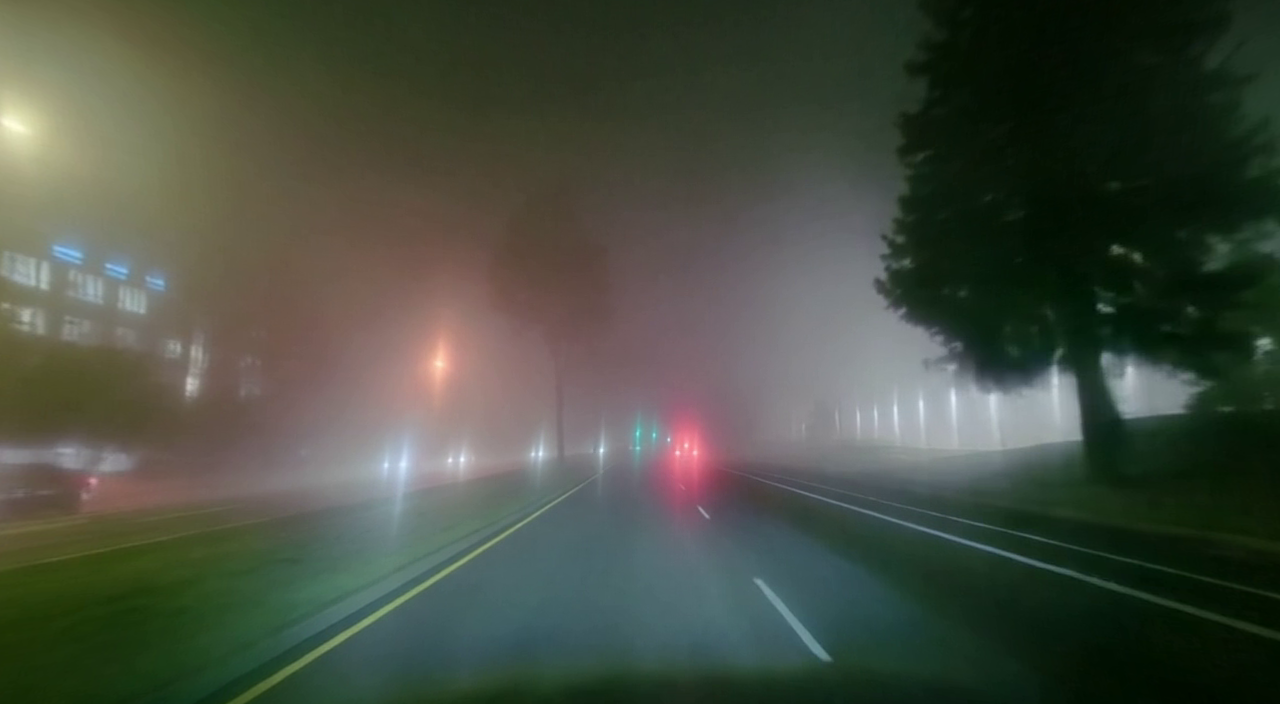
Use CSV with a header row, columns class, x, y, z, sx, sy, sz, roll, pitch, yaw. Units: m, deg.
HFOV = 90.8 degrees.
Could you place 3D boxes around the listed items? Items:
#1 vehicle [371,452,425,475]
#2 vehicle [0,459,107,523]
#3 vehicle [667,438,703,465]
class,x,y,z,sx,sy,sz,roll,pitch,yaw
vehicle,-16.867,7.753,44.304,1.908,1.445,4.730,0,-8,1
vehicle,-16.971,3.593,16.377,1.973,1.536,4.871,0,-8,1
vehicle,3.143,7.105,45.364,2.085,1.828,5.383,0,-8,-1
